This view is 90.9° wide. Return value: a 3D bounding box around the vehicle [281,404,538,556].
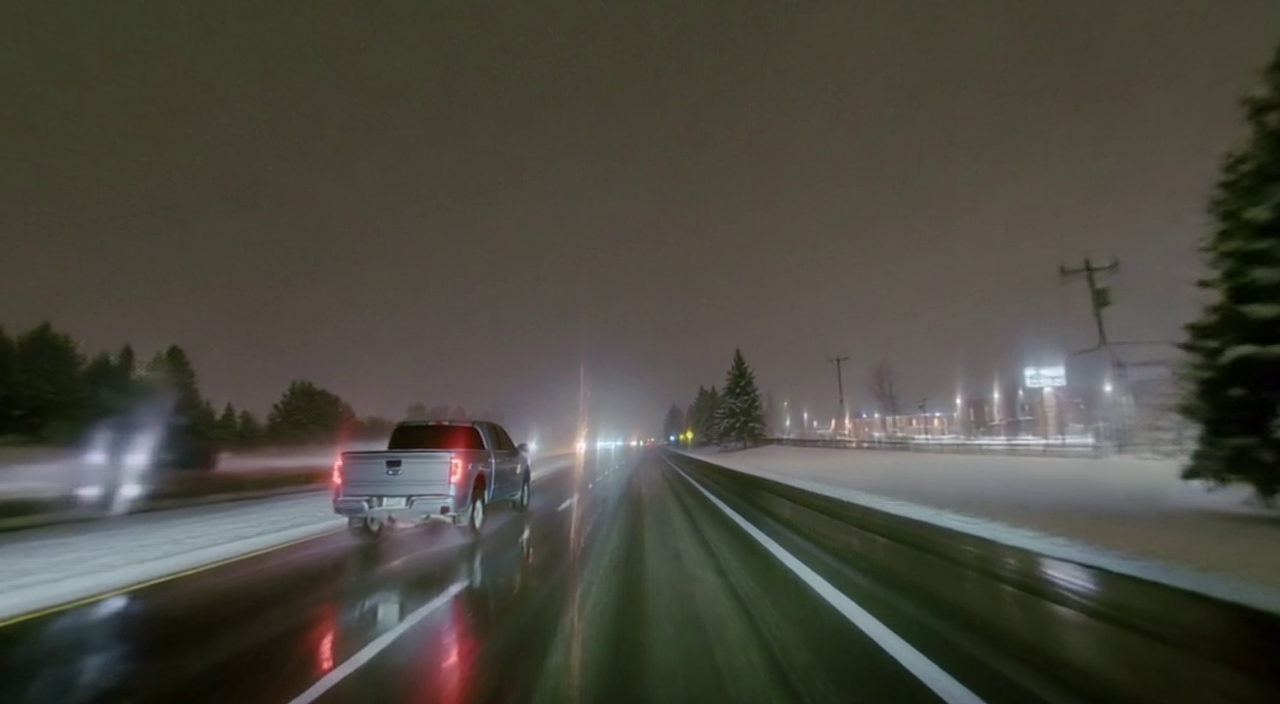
[{"bbox_3d":[-3.421,2.054,10.977,2.350,1.932,5.562,-1,-8,0],"label":"vehicle"}]
